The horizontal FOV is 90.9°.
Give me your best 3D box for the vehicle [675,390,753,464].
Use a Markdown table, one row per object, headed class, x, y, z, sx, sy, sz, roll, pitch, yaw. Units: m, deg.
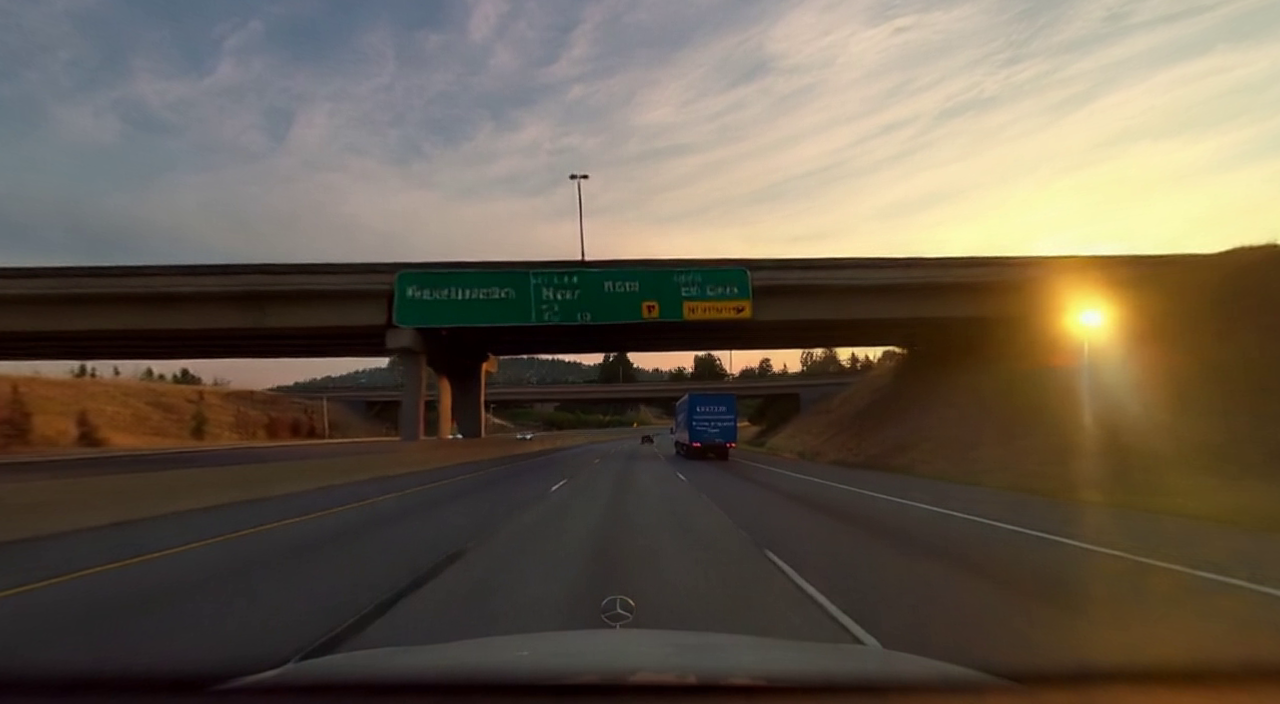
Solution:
| class | x | y | z | sx | sy | sz | roll | pitch | yaw |
| --- | --- | --- | --- | --- | --- | --- | --- | --- | --- |
| vehicle | 3.734 | 4.195 | 34.837 | 2.849 | 3.391 | 11.018 | -1 | -8 | -1 |
